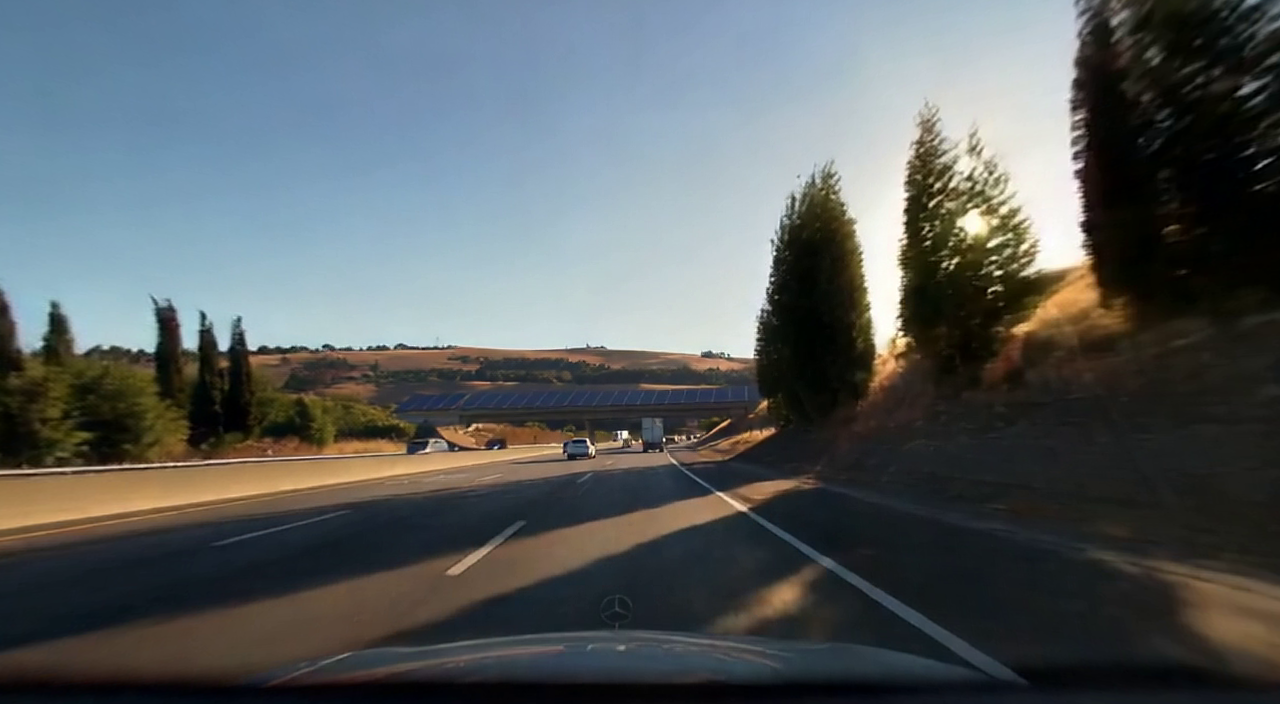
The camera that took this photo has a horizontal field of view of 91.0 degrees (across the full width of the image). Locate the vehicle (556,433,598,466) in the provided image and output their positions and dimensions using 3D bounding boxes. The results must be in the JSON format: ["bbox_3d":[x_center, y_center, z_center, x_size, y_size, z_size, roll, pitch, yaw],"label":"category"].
[{"bbox_3d":[-3.921,6.146,39.978,2.130,1.935,4.817,-1,-8,1],"label":"vehicle"}]
